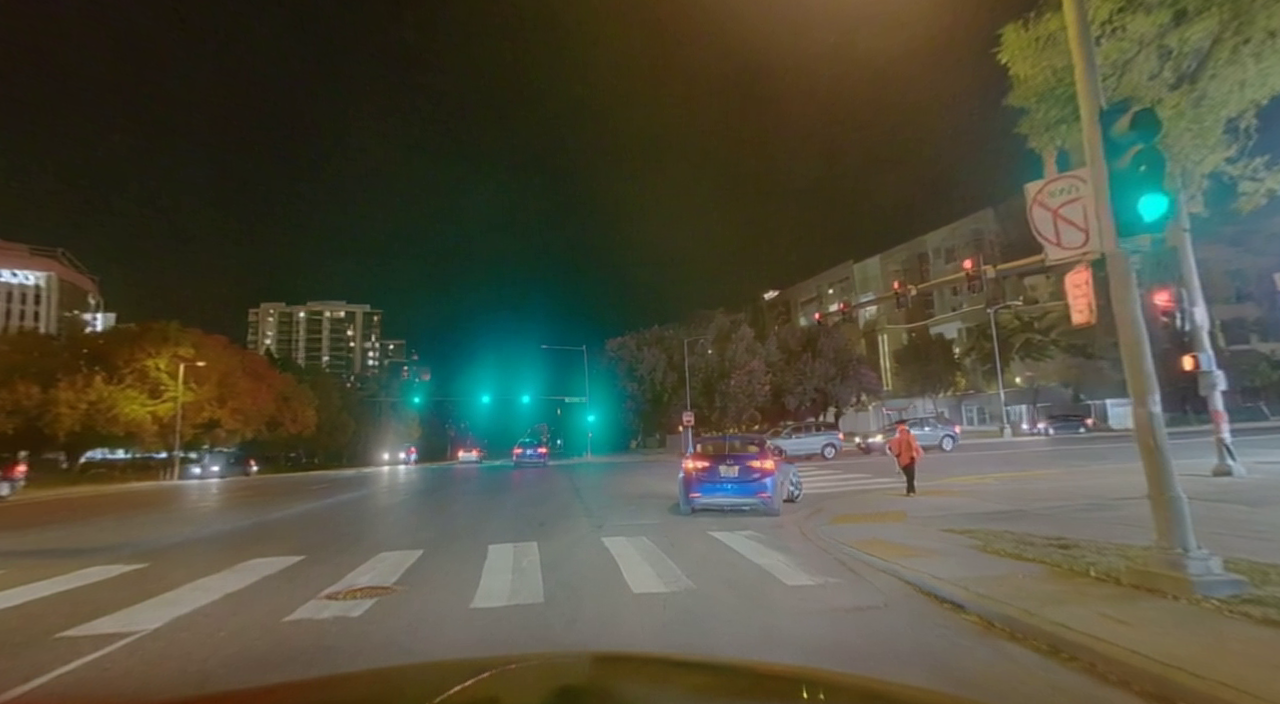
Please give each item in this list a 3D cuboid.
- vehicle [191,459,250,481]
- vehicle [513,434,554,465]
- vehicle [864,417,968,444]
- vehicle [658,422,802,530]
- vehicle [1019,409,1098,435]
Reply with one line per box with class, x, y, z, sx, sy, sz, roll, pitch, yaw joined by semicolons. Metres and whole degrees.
vehicle;-32.776;9.186;49.515;1.894;1.480;4.710;1;-8;-7
vehicle;-6.369;5.886;38.193;2.210;1.722;4.215;1;-8;-7
vehicle;14.586;4.179;33.488;4.700;1.417;1.789;1;-8;-7
vehicle;1.777;2.042;11.065;1.976;1.462;4.342;-2;-8;15
vehicle;27.230;4.567;41.137;3.923;1.619;1.817;1;-8;-8
